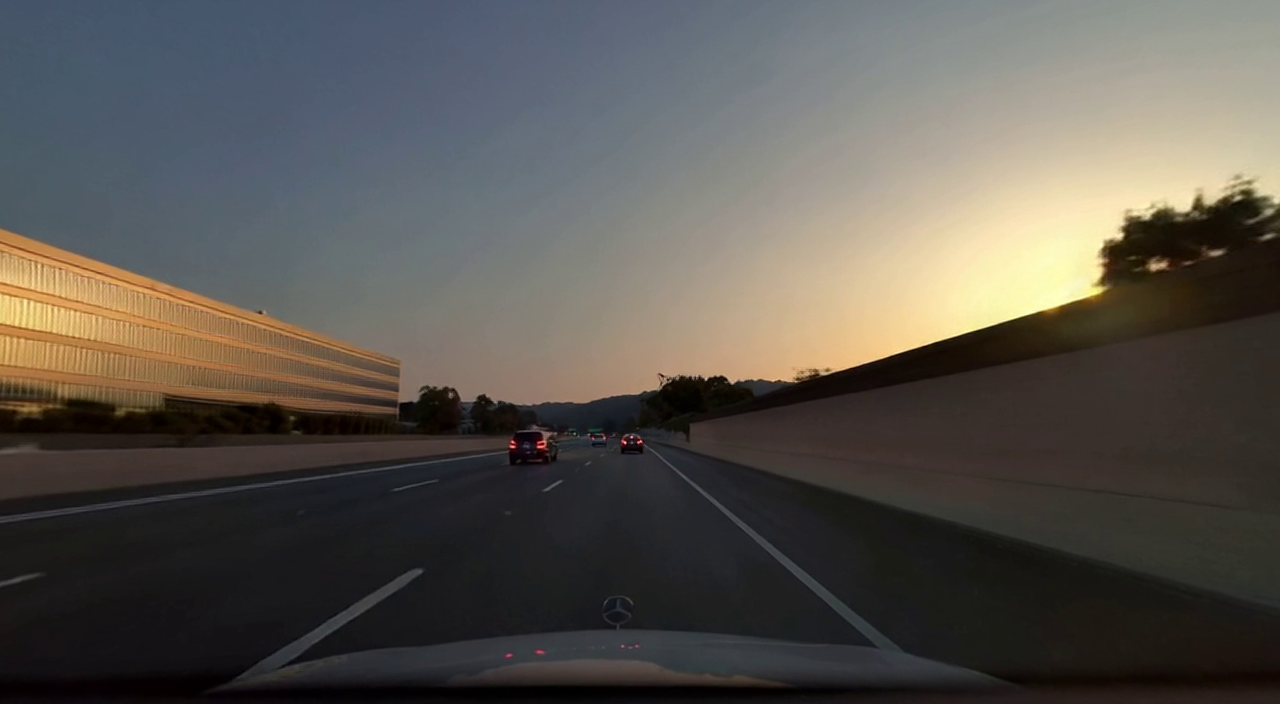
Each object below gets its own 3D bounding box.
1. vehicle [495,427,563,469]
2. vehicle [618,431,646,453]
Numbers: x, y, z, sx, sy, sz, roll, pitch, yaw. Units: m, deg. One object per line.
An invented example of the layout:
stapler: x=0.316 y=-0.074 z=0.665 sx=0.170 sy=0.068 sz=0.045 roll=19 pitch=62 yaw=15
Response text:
vehicle: x=-4.550 y=4.006 z=26.478 sx=2.036 sy=1.612 sz=4.510 roll=0 pitch=-8 yaw=0
vehicle: x=-0.606 y=6.914 z=48.362 sx=2.036 sy=1.637 sz=4.009 roll=0 pitch=-8 yaw=-1
